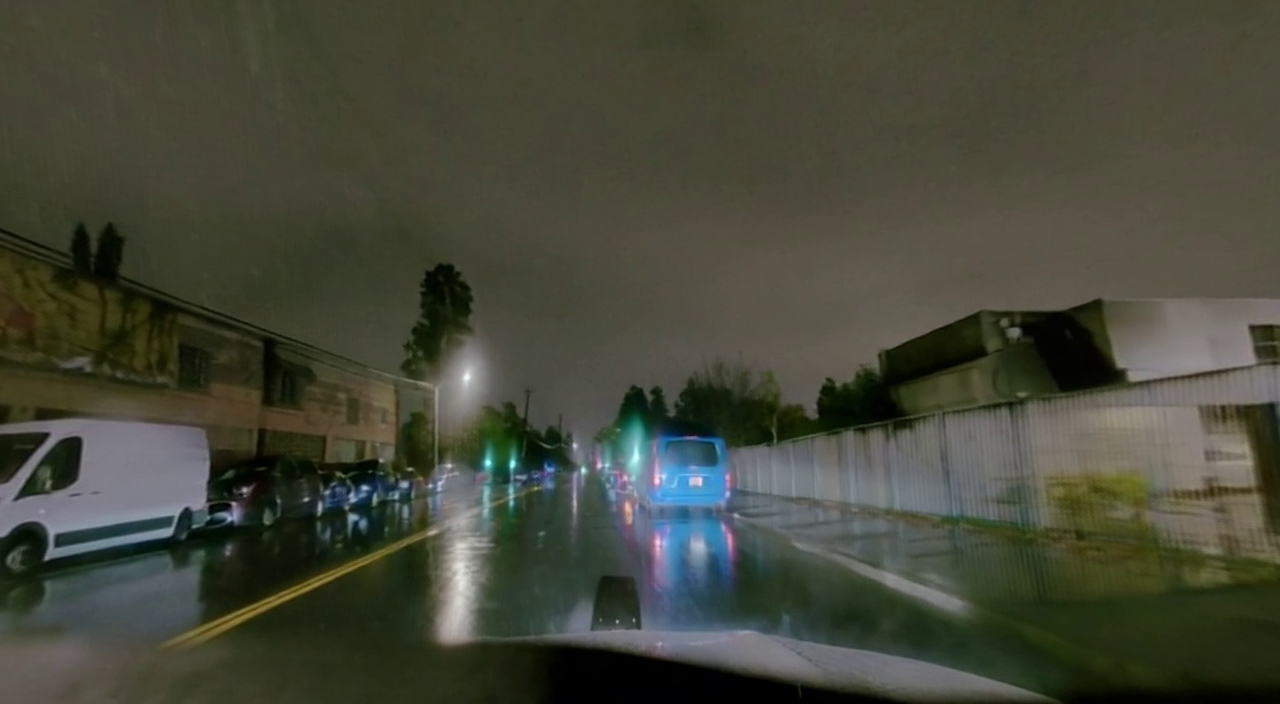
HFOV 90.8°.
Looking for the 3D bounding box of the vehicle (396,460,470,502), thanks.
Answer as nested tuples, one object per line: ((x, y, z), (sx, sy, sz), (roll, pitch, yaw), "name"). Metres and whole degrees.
((-11.208, 6.975, 34.715), (2.504, 1.919, 5.658), (0, -8, -4), "vehicle")

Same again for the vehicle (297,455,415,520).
((-10.342, 4.926, 23.638), (2.304, 1.937, 5.720), (-1, -8, -6), "vehicle")

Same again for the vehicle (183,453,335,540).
((-9.951, 3.720, 16.928), (1.857, 1.908, 4.081), (0, -8, -6), "vehicle")

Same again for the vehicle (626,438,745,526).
((1.020, 3.517, 17.970), (2.327, 2.021, 5.850), (0, -9, -6), "vehicle")

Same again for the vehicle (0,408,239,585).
((-9.485, 2.389, 10.852), (2.435, 2.308, 4.937), (-3, -9, -7), "vehicle")
